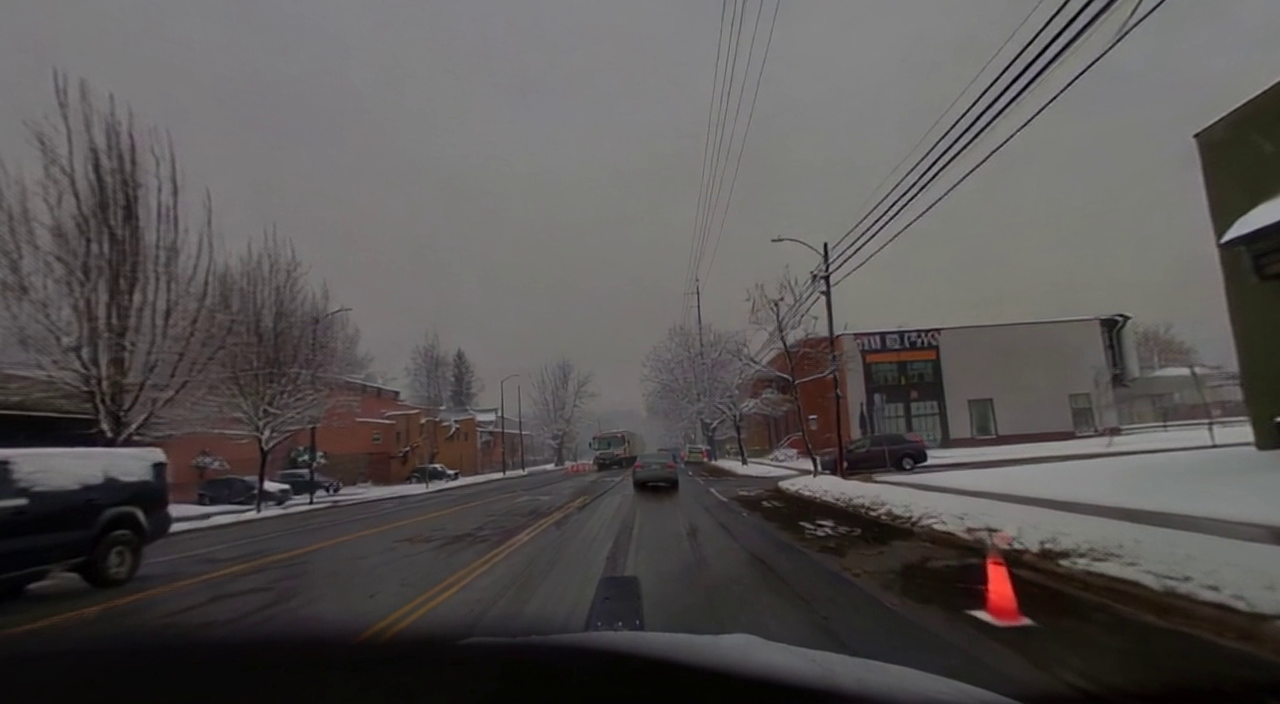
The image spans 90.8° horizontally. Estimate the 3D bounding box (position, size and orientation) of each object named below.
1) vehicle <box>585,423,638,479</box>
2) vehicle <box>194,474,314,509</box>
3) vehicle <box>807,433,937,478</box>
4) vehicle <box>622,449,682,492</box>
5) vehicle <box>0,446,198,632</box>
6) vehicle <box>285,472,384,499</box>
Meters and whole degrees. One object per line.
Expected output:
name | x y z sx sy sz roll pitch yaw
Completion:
vehicle | -1.662 6.727 43.196 2.977 3.271 12.748 0 -9 0
vehicle | -19.508 7.076 32.090 4.696 1.513 2.243 -2 -8 3
vehicle | 10.347 4.624 28.482 4.859 1.914 2.333 1 -9 -5
vehicle | 0.484 4.567 24.646 2.159 1.506 4.086 0 -9 2
vehicle | -6.936 1.792 5.975 2.016 1.693 4.911 -3 -9 -1
vehicle | -18.548 8.118 38.491 4.952 1.510 2.115 -1 -9 5
